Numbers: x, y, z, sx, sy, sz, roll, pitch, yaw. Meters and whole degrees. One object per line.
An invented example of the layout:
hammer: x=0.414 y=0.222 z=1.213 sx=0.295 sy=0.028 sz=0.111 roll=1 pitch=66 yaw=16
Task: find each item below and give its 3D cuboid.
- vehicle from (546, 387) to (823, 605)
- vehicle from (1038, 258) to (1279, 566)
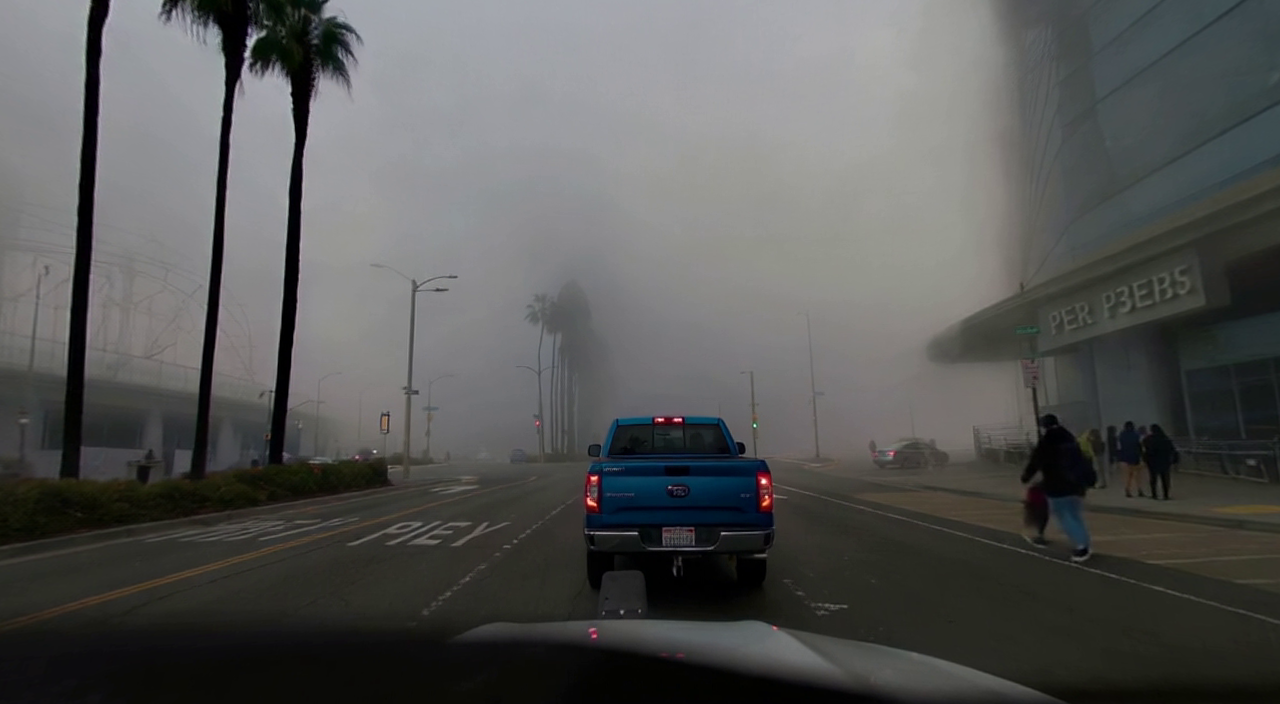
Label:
vehicle: x=0.403 y=1.595 z=8.002 sx=2.311 sy=1.819 sz=5.255 roll=0 pitch=-8 yaw=1
vehicle: x=7.904 y=0.854 z=8.593 sx=2.666 sy=3.345 sz=3.622 roll=-1 pitch=-8 yaw=7
